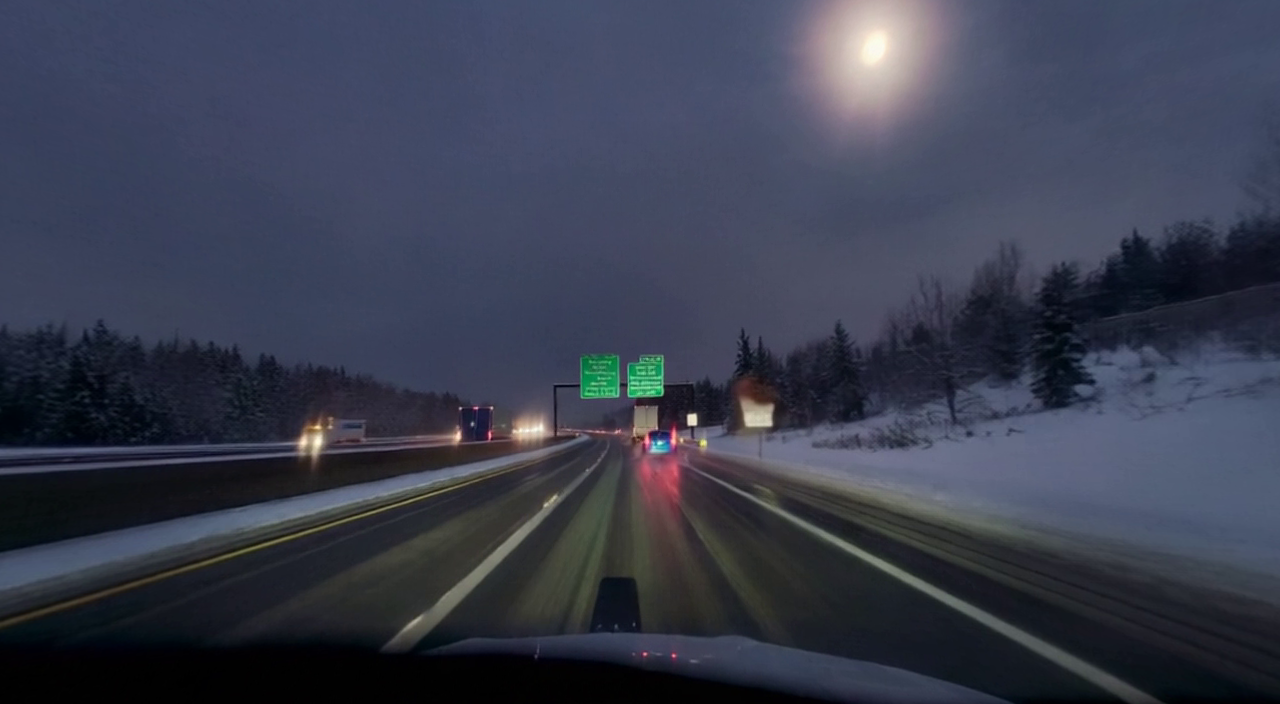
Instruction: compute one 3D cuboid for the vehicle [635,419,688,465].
[{"bbox_3d":[0.886,4.044,28.440,2.076,1.914,4.287,0,-8,-2],"label":"vehicle"}]
